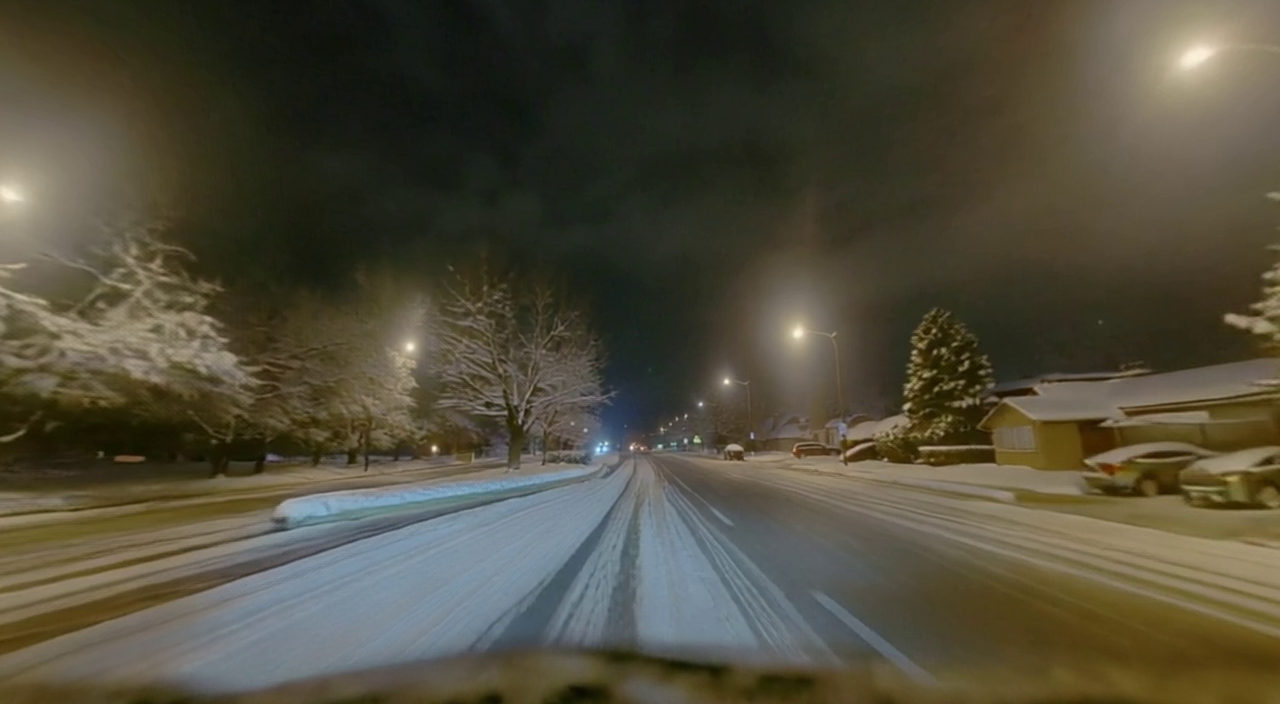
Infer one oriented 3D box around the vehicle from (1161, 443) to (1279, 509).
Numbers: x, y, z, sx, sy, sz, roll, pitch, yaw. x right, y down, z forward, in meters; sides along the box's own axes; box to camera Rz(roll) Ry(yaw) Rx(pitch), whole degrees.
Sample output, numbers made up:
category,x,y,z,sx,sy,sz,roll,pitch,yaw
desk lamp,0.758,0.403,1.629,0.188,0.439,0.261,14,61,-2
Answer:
category,x,y,z,sx,sy,sz,roll,pitch,yaw
vehicle,15.774,2.957,15.255,4.592,1.472,2.009,0,-9,-1
